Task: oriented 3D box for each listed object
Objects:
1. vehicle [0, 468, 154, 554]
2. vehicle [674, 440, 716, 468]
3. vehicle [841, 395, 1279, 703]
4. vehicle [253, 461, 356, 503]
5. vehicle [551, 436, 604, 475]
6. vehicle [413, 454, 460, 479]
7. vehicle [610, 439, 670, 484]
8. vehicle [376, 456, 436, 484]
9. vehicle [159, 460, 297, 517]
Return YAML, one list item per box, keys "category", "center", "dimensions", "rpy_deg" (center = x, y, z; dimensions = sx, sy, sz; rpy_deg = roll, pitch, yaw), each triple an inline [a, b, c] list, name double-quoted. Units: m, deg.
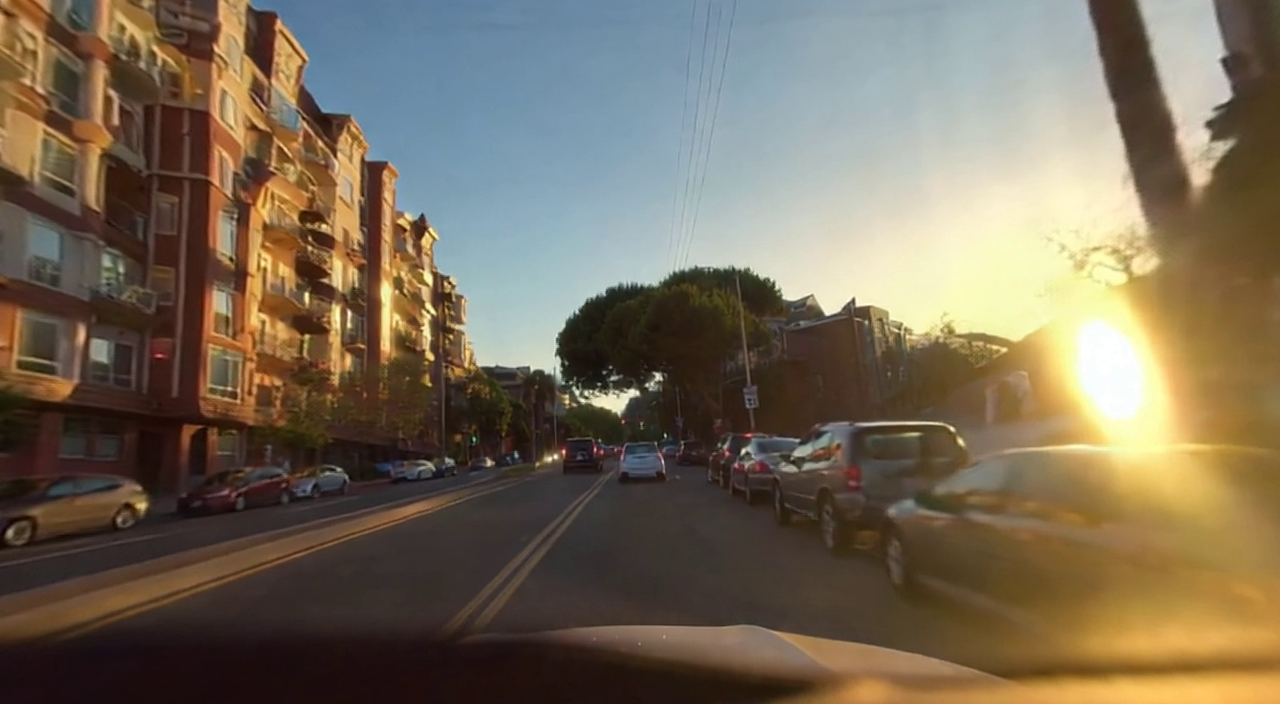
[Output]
- category: "vehicle"
  center: [-13.752, 3.526, 14.485]
  dimensions: [1.805, 1.580, 4.477]
  rpy_deg: [0, -9, -3]
- category: "vehicle"
  center: [3.186, 6.035, 37.455]
  dimensions: [2.077, 1.532, 4.694]
  rpy_deg: [0, -9, 0]
- category: "vehicle"
  center: [3.005, 1.209, 4.156]
  dimensions: [1.874, 1.468, 4.550]
  rpy_deg: [0, -9, 0]
- category: "vehicle"
  center: [-13.697, 5.303, 26.117]
  dimensions: [1.837, 1.470, 4.263]
  rpy_deg: [-1, -9, 1]
- category: "vehicle"
  center: [-2.971, 5.032, 30.810]
  dimensions: [2.065, 1.705, 4.353]
  rpy_deg: [-1, -9, 1]
- category: "vehicle"
  center: [-13.682, 7.700, 42.677]
  dimensions: [1.839, 1.594, 4.055]
  rpy_deg: [0, -9, -1]
- category: "vehicle"
  center: [-0.001, 4.031, 23.441]
  dimensions: [2.026, 1.496, 3.701]
  rpy_deg: [0, -9, 0]
- category: "vehicle"
  center: [-13.714, 6.943, 37.327]
  dimensions: [1.907, 1.480, 4.498]
  rpy_deg: [0, -9, -1]
- category: "vehicle"
  center: [-13.853, 4.575, 21.606]
  dimensions: [1.887, 1.619, 4.208]
  rpy_deg: [0, -9, -1]
